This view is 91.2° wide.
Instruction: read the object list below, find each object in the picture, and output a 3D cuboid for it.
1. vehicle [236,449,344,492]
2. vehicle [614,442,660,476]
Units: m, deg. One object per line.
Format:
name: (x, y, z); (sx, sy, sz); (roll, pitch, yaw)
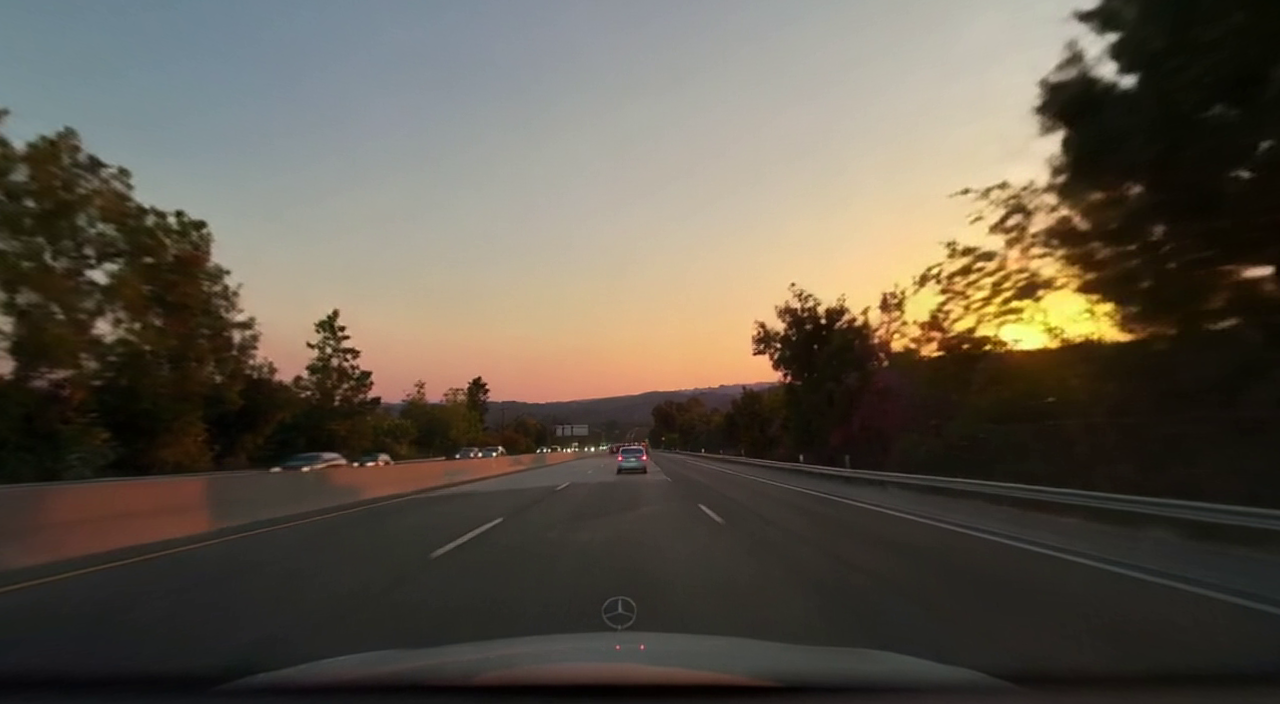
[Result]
vehicle: (-13.636, 4.622, 24.746); (1.896, 1.509, 4.060); (0, -9, 0)
vehicle: (-0.179, 5.197, 30.651); (2.095, 1.537, 4.017); (0, -9, -1)
